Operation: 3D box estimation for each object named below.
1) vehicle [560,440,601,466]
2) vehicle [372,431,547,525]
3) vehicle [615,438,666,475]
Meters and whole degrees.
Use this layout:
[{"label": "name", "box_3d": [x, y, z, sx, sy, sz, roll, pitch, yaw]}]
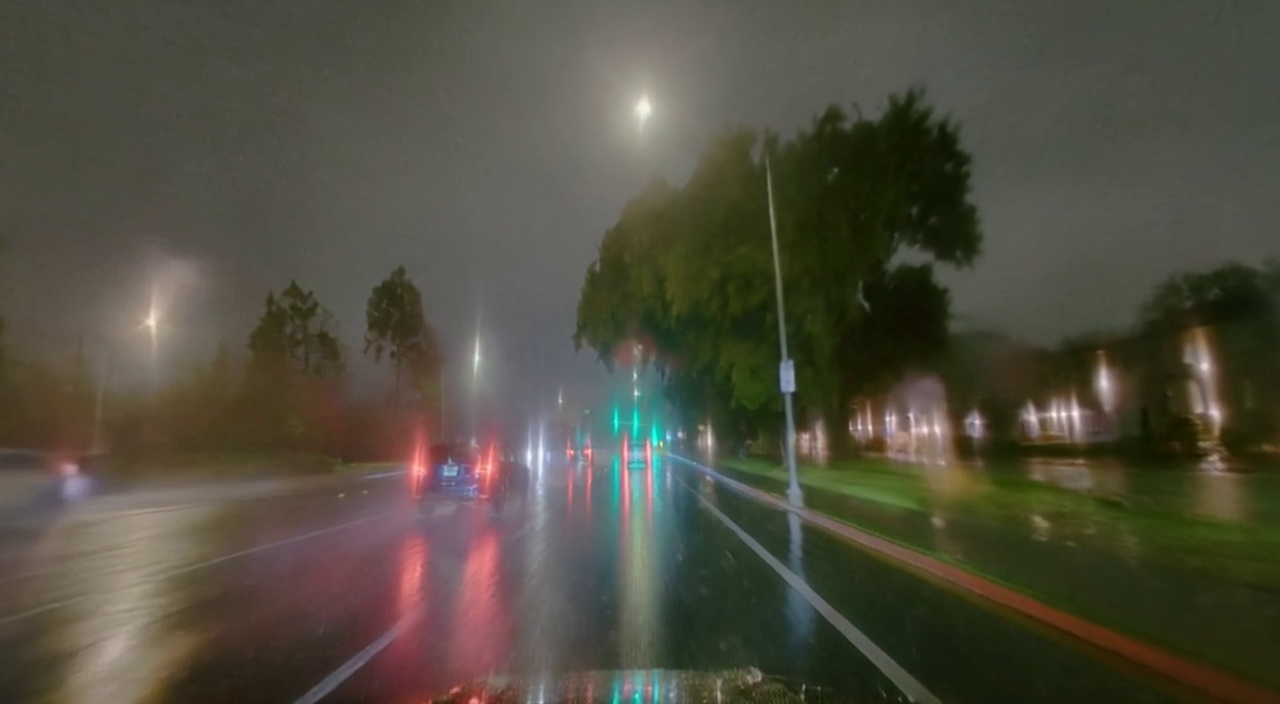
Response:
[{"label": "vehicle", "box_3d": [-3.609, 6.196, 38.709, 2.114, 1.500, 3.912, 0, -8, 1]}, {"label": "vehicle", "box_3d": [-3.160, 2.303, 12.120, 2.030, 1.467, 4.403, 0, -8, 0]}, {"label": "vehicle", "box_3d": [-0.008, 4.529, 27.506, 2.065, 1.456, 4.099, 0, -8, -1]}]
